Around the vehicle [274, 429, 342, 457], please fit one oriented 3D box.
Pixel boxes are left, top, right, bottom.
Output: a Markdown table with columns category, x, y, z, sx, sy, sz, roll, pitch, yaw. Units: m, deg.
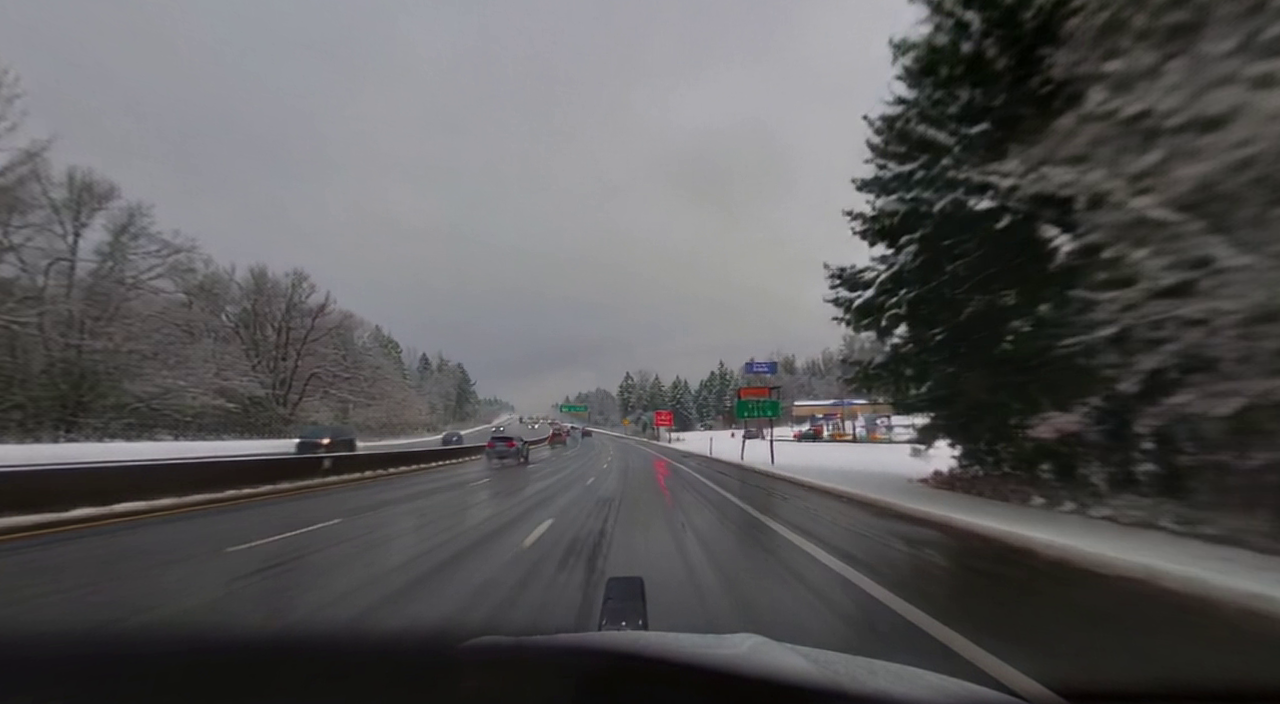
| category | x | y | z | sx | sy | sz | roll | pitch | yaw |
| --- | --- | --- | --- | --- | --- | --- | --- | --- | --- |
| vehicle | -21.366 | 5.878 | 40.805 | 2.005 | 1.716 | 4.606 | 0 | -8 | -2 |

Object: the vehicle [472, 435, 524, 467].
| category | x | y | z | sx | sy | sz | roll | pitch | yaw |
| --- | --- | --- | --- | --- | --- | --- | --- | --- | --- |
| vehicle | -7.606 | 5.335 | 34.241 | 1.931 | 1.608 | 3.977 | 0 | -8 | -1 |
